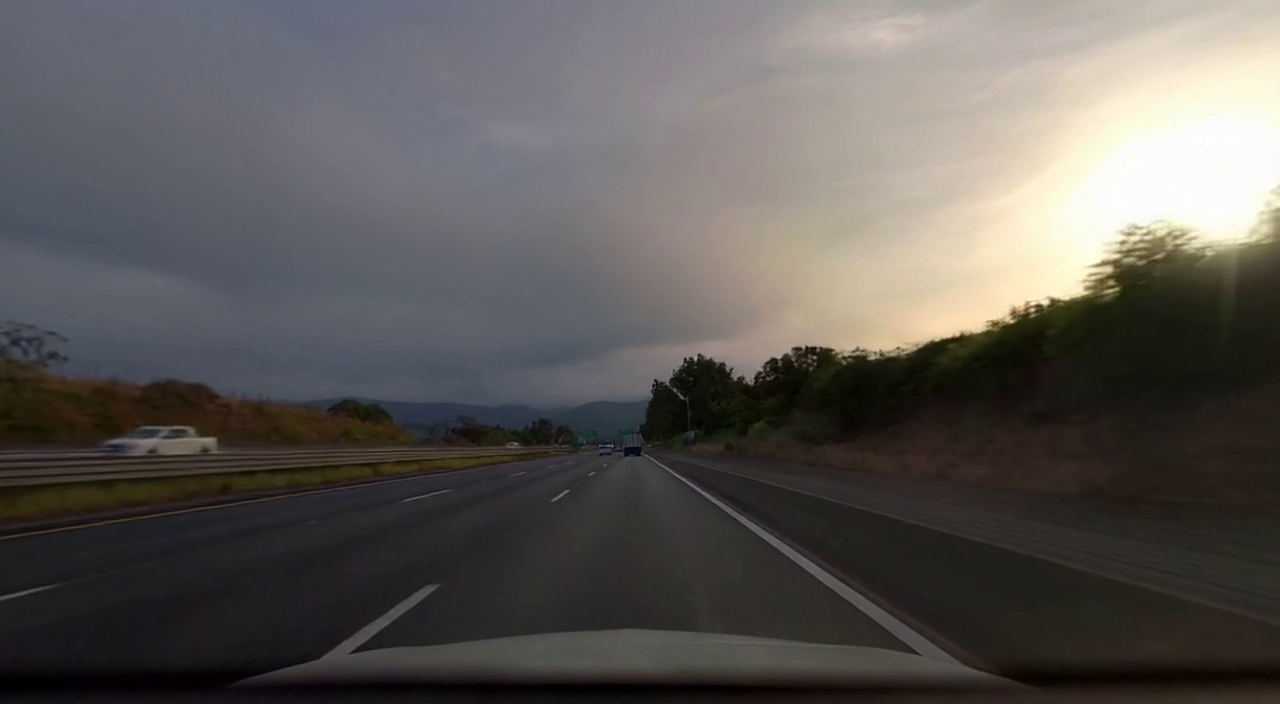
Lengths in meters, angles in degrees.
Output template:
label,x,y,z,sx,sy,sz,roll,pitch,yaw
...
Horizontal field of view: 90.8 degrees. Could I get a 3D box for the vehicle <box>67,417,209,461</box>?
label,x,y,z,sx,sy,sz,roll,pitch,yaw
vehicle,-19.213,3.398,24.469,1.845,1.533,4.461,0,-9,-1
